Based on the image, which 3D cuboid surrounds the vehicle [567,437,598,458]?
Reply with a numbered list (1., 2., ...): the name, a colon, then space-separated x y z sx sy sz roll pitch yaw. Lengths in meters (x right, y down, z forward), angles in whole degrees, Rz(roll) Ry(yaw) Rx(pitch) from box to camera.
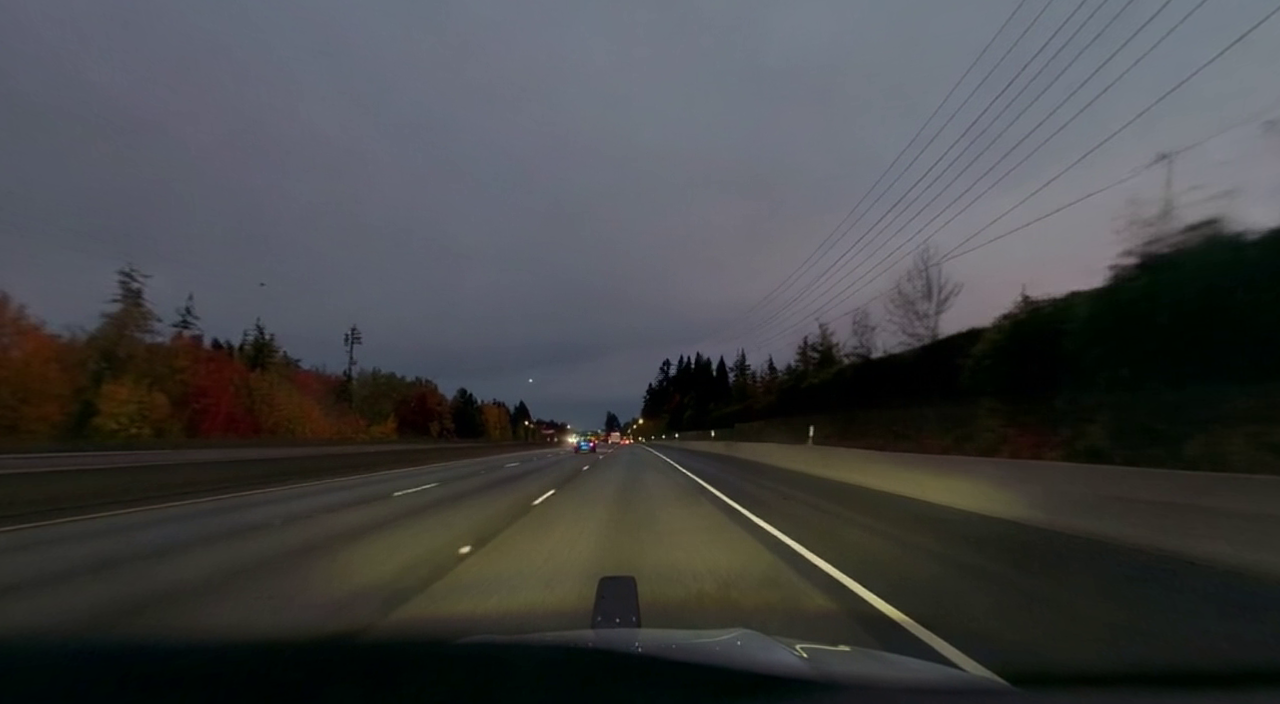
1. vehicle: -4.231 7.043 46.791 2.025 1.475 4.379 0 -8 -2
